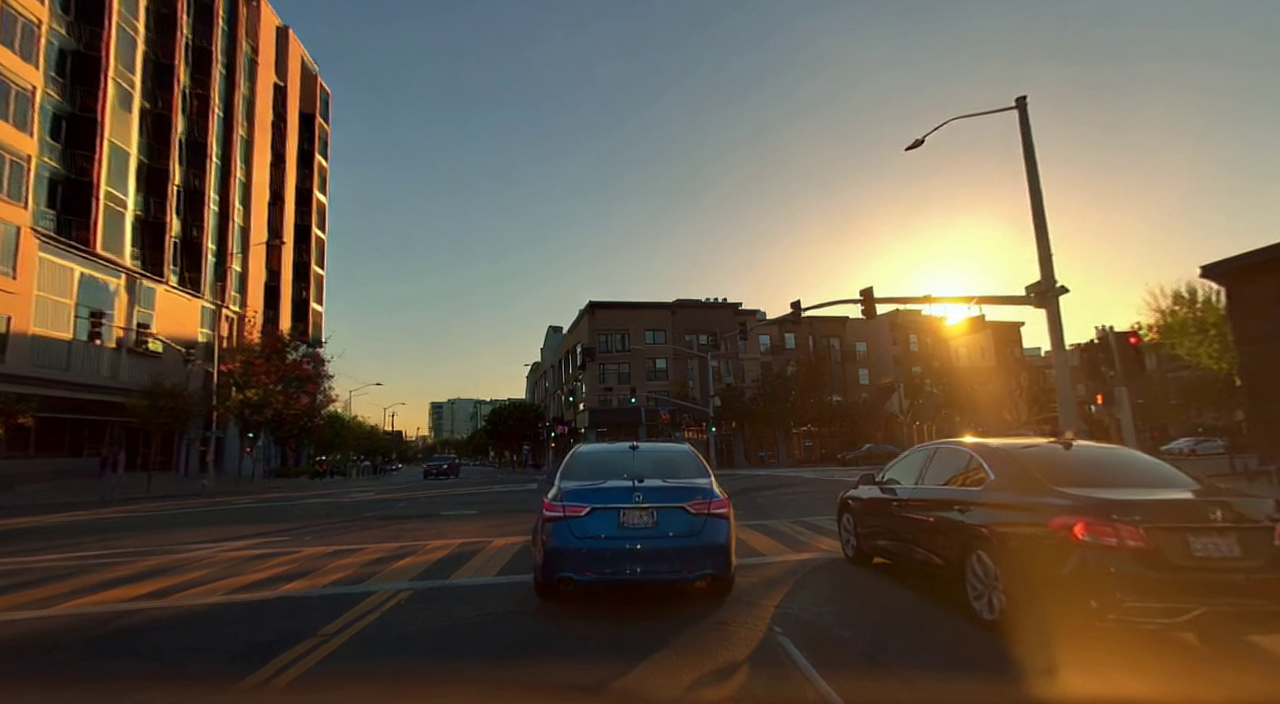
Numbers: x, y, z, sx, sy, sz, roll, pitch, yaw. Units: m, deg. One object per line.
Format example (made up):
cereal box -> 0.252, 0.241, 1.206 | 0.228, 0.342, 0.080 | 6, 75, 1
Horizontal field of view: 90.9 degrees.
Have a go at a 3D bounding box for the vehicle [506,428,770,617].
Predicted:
vehicle -> -0.054, 1.661, 7.124 | 2.094, 1.481, 4.078 | 0, -8, -1

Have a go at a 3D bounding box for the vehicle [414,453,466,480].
vehicle -> -14.534, 8.351, 46.156 | 2.126, 1.782, 4.880 | 0, -8, 1

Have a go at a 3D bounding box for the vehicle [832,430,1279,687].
vehicle -> 3.351, 1.474, 5.680 | 1.860, 1.430, 4.089 | 0, -8, -1
